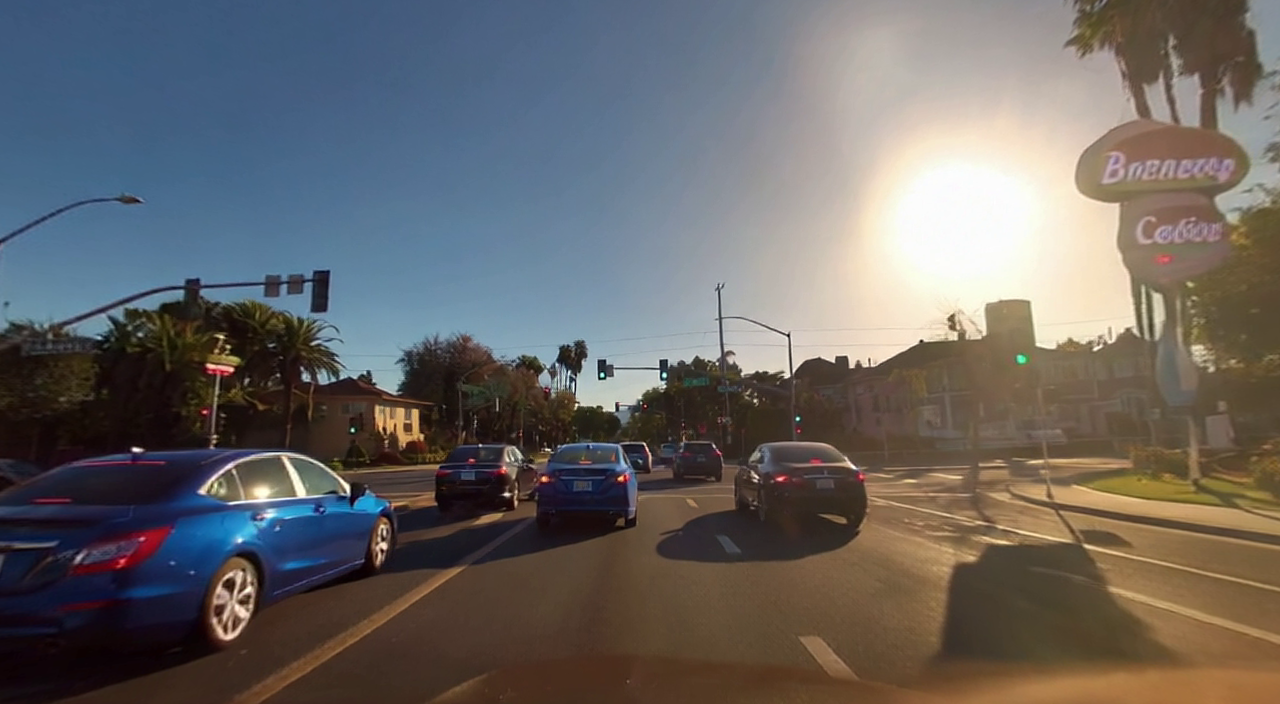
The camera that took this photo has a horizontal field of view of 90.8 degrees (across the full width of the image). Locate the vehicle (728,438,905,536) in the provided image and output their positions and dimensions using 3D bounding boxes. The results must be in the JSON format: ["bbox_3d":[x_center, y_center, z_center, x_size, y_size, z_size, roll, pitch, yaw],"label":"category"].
[{"bbox_3d":[2.997,2.386,11.841,2.014,1.464,4.312,0,-8,-1],"label":"vehicle"}]

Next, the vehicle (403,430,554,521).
[{"bbox_3d":[-3.385,2.691,14.333,2.024,1.701,4.572,-1,-8,3],"label":"vehicle"}]

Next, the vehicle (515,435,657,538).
[{"bbox_3d":[-0.814,2.292,11.364,2.104,1.500,3.815,0,-8,0],"label":"vehicle"}]

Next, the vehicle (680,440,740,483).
[{"bbox_3d":[2.826,4.523,26.363,1.956,1.615,4.205,0,-8,-1],"label":"vehicle"}]

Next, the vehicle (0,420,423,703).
[{"bbox_3d":[-3.683,1.419,5.419,2.058,1.474,4.473,0,-8,0],"label":"vehicle"}]
